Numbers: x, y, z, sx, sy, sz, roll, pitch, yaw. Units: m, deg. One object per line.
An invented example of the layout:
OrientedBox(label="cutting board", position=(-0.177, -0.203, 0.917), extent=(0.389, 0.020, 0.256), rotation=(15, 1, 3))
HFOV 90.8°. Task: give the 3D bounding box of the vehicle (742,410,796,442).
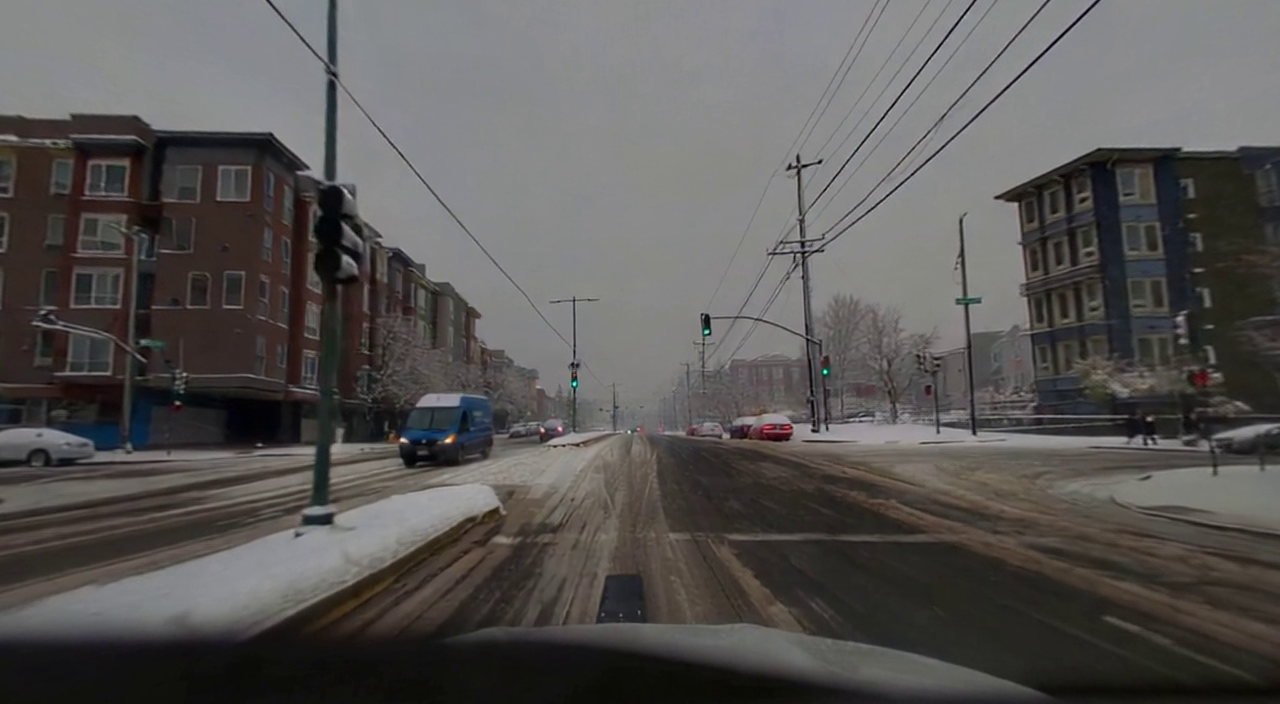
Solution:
OrientedBox(label="vehicle", position=(7.240, 4.267, 35.875), extent=(1.996, 1.704, 4.490), rotation=(0, -8, -2))

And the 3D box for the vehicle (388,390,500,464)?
OrientedBox(label="vehicle", position=(-7.187, 2.806, 23.963), extent=(2.515, 2.476, 5.364), rotation=(0, -6, 0))

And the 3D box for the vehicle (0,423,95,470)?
OrientedBox(label="vehicle", position=(-26.225, 4.030, 26.806), extent=(4.462, 1.732, 2.011), rotation=(-3, -4, 0))

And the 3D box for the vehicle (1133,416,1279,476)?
OrientedBox(label="vehicle", position=(16.364, 2.519, 17.225), extent=(4.210, 1.449, 1.974), rotation=(0, -4, 0))
